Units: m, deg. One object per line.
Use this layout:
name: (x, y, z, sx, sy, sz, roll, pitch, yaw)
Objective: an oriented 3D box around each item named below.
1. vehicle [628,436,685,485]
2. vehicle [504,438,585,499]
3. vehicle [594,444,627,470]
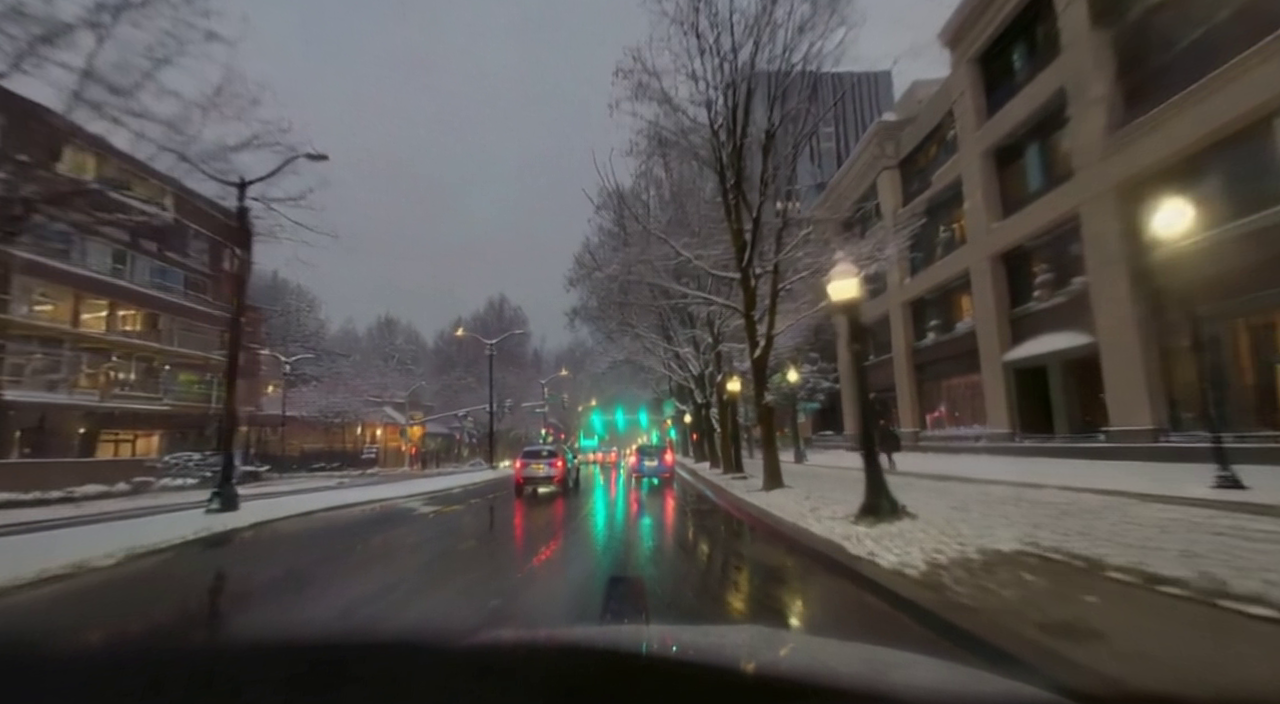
vehicle: (0.639, 4.355, 25.552, 2.120, 1.758, 3.917, -1, -9, 1)
vehicle: (-2.948, 3.694, 20.342, 1.940, 1.722, 3.823, -1, -9, 1)
vehicle: (-2.173, 7.975, 48.112, 2.220, 1.847, 4.587, -1, -9, 1)
